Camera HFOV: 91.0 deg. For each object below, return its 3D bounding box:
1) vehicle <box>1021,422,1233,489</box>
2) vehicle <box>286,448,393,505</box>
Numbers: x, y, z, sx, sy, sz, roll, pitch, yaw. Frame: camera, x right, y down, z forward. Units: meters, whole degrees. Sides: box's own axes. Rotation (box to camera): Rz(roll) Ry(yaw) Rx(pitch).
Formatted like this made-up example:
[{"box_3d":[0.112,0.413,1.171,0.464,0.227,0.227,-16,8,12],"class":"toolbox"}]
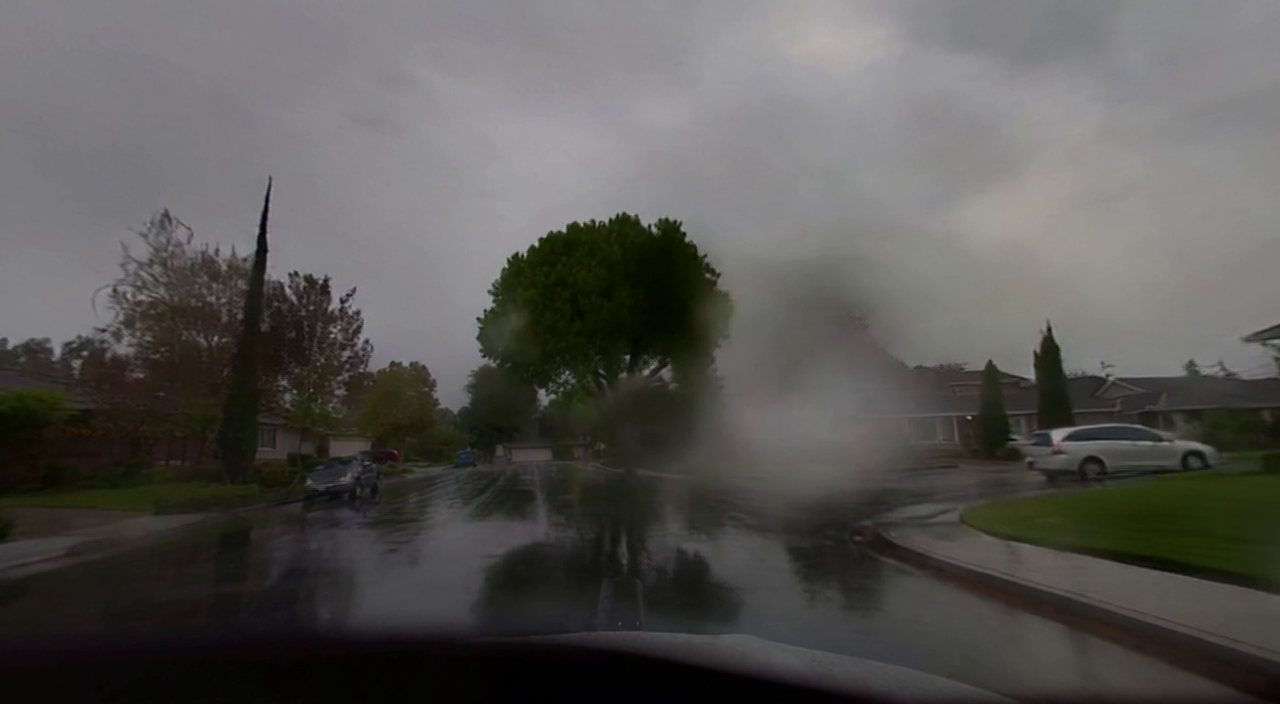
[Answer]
[{"box_3d":[14.330,3.027,18.658,4.933,1.817,2.014,1,-9,-9],"class":"vehicle"},{"box_3d":[-9.493,3.928,20.280,1.938,1.499,4.290,-2,-9,-9],"class":"vehicle"}]
